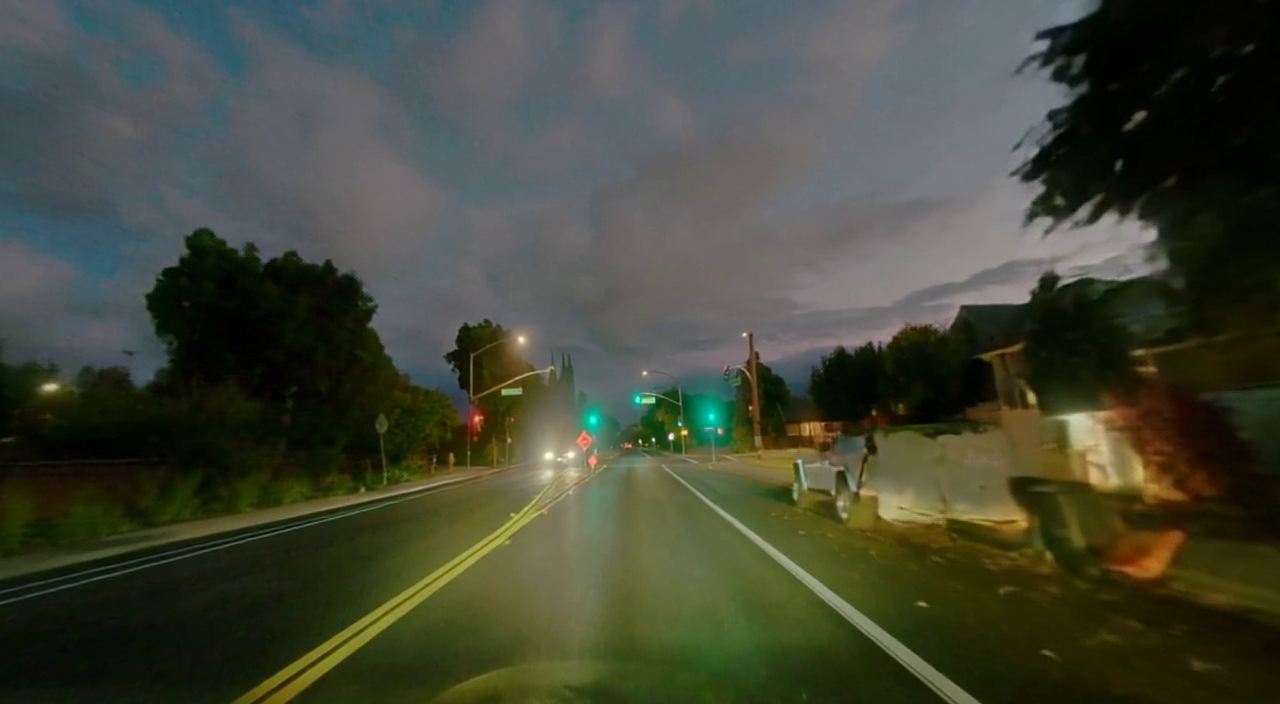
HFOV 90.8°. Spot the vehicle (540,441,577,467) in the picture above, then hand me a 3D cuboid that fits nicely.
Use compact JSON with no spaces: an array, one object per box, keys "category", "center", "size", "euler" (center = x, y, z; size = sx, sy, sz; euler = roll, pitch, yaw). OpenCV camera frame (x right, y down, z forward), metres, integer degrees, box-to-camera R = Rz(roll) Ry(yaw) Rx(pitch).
[{"category":"vehicle","center":[-6.250,7.866,48.801],"size":[2.240,1.879,4.847],"euler":[0,-9,-1]}]

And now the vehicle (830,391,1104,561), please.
[{"category":"vehicle","center":[4.271,1.680,9.016],"size":[2.241,1.935,3.270],"euler":[-1,-9,4]}]
